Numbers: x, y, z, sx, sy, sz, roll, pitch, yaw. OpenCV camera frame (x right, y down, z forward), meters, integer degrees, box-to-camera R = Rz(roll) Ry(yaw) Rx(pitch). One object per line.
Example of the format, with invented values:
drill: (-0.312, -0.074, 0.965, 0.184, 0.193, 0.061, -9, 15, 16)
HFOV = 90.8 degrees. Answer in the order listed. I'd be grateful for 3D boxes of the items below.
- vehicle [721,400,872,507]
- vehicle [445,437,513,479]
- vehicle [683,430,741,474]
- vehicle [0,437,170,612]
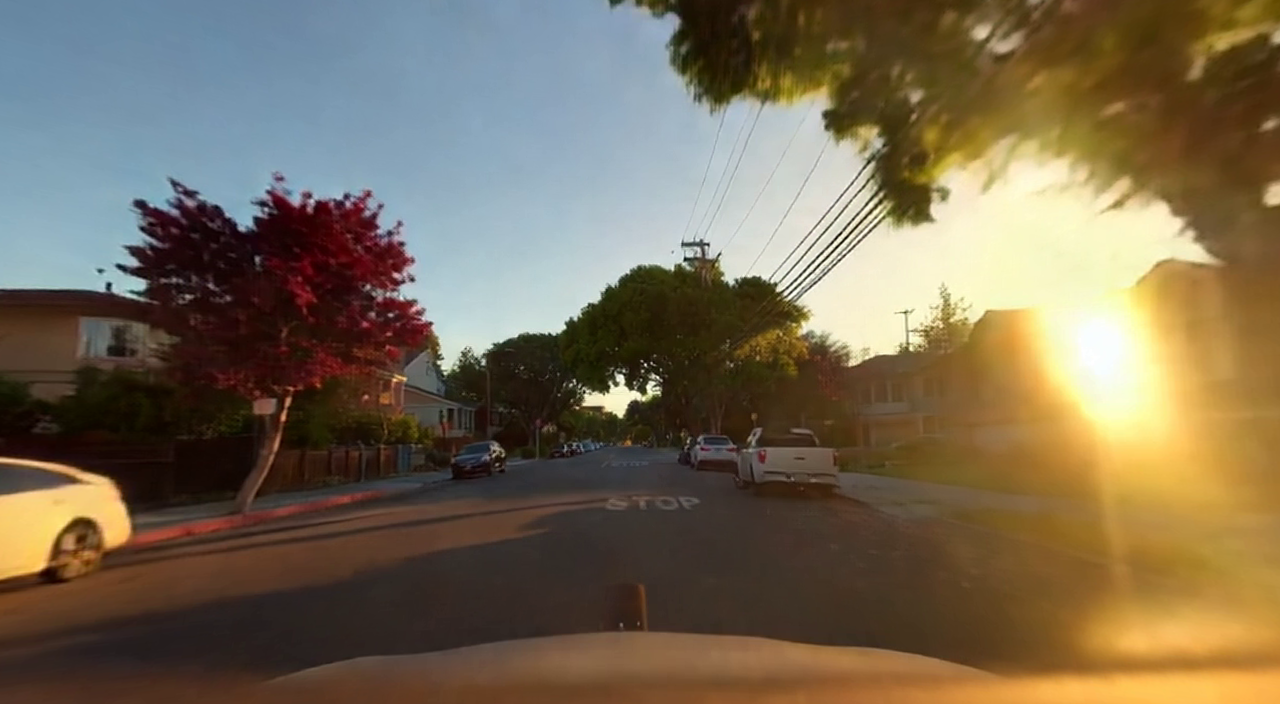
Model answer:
vehicle: (3.407, 2.391, 15.201, 2.111, 2.054, 5.748, 0, -8, 0)
vehicle: (-7.394, 4.968, 29.386, 1.980, 1.664, 4.342, -5, -11, -1)
vehicle: (3.084, 4.388, 27.856, 1.993, 1.778, 4.311, 0, -8, 0)
vehicle: (-6.726, 1.567, 5.256, 2.086, 1.516, 4.568, -6, -10, 1)
